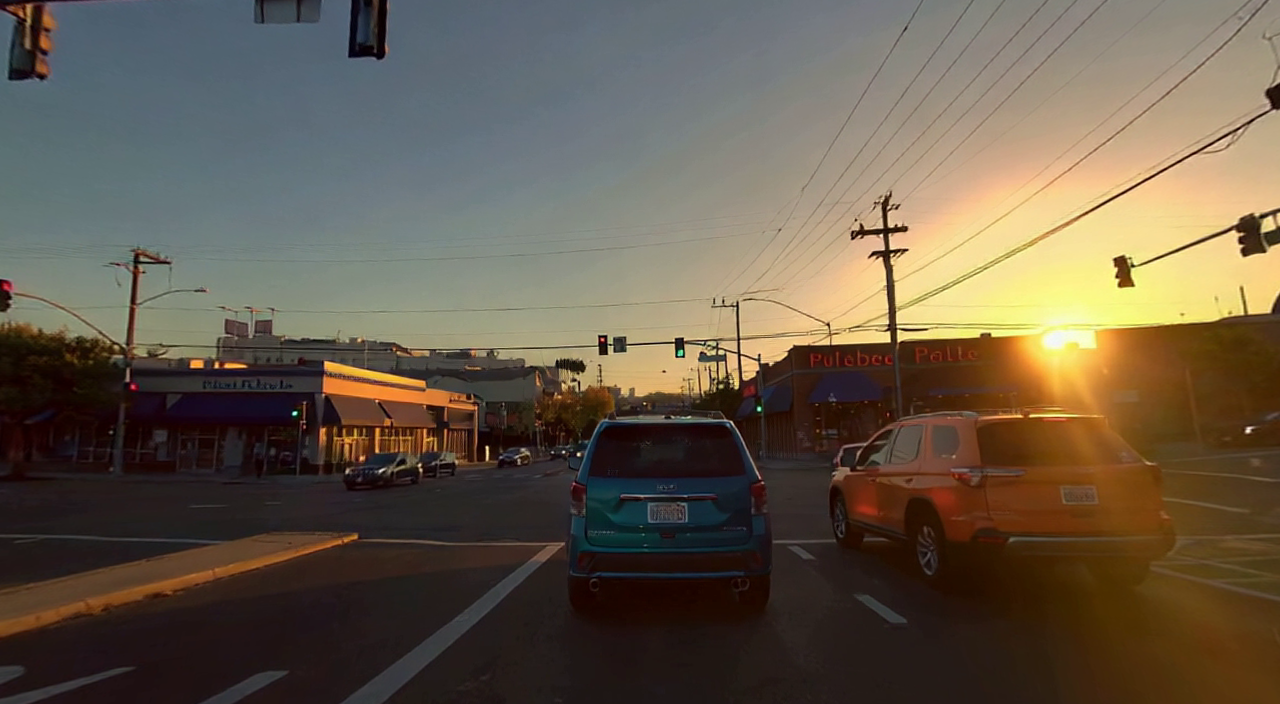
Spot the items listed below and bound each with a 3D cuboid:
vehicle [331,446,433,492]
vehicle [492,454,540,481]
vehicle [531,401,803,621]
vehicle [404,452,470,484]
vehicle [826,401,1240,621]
[{"bbox_3d":[-10.530,4.762,26.163,2.023,1.713,4.451,-1,-8,5],"label":"vehicle"},{"bbox_3d":[-8.619,8.072,44.263,1.957,1.709,4.574,-1,-8,6],"label":"vehicle"},{"bbox_3d":[0.258,1.514,6.860,2.098,1.682,3.778,0,-8,2],"label":"vehicle"},{"bbox_3d":[-12.664,7.222,39.721,2.090,1.806,4.971,-1,-8,5],"label":"vehicle"},{"bbox_3d":[3.619,1.522,6.986,1.976,1.664,4.189,0,-8,2],"label":"vehicle"}]
